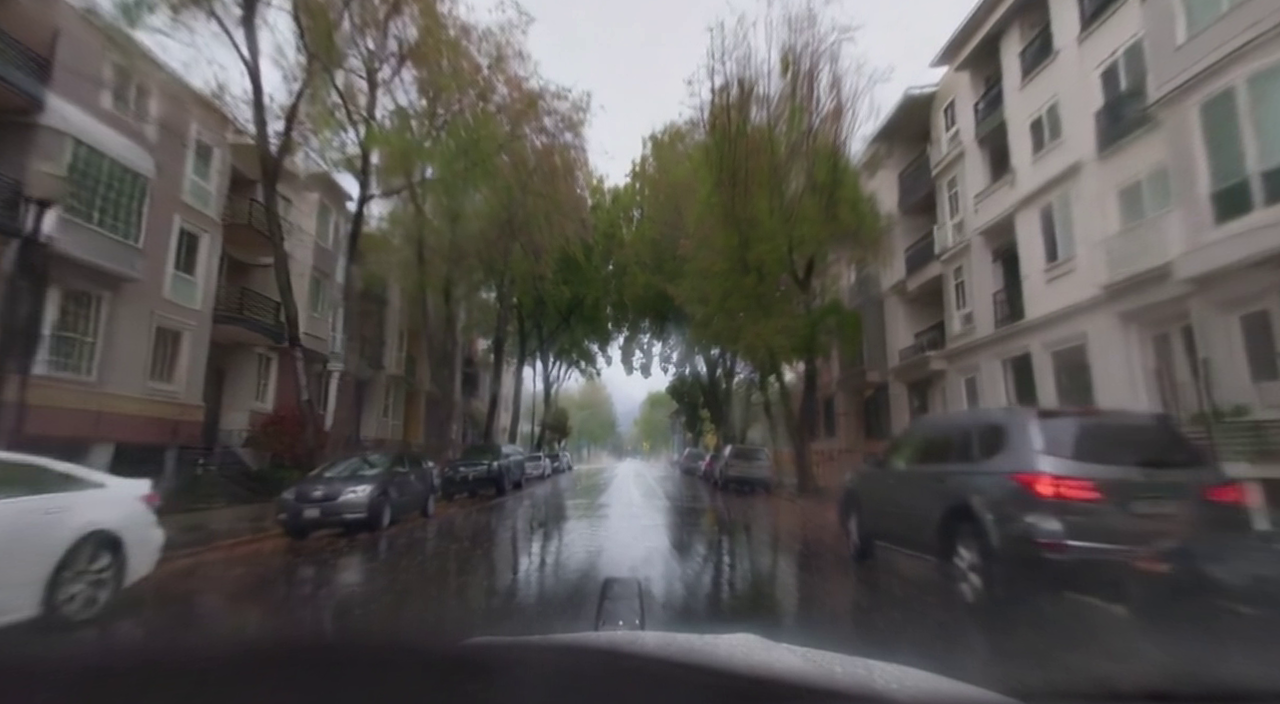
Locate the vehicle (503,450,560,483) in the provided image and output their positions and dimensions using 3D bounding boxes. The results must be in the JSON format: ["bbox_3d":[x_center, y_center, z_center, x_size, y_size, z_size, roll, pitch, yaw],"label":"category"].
[{"bbox_3d":[-5.800,6.182,34.476,2.328,1.610,5.161,0,-8,-1],"label":"vehicle"}]

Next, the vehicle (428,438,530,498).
[{"bbox_3d":[-5.877,4.296,23.922,2.499,2.008,5.293,0,-8,0],"label":"vehicle"}]

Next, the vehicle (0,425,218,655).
[{"bbox_3d":[-5.617,1.309,4.039,2.256,1.590,5.488,-2,-8,-2],"label":"vehicle"}]

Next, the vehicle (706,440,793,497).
[{"bbox_3d":[3.832,4.179,23.133,2.137,1.848,4.953,0,-8,-2],"label":"vehicle"}]

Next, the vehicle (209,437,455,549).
[{"bbox_3d":[-5.938,2.753,13.266,2.431,1.718,5.431,-3,-8,0],"label":"vehicle"}]

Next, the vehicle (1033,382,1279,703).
[{"bbox_3d":[3.593,0.808,1.593,1.988,1.652,5.017,0,-8,0],"label":"vehicle"}]
